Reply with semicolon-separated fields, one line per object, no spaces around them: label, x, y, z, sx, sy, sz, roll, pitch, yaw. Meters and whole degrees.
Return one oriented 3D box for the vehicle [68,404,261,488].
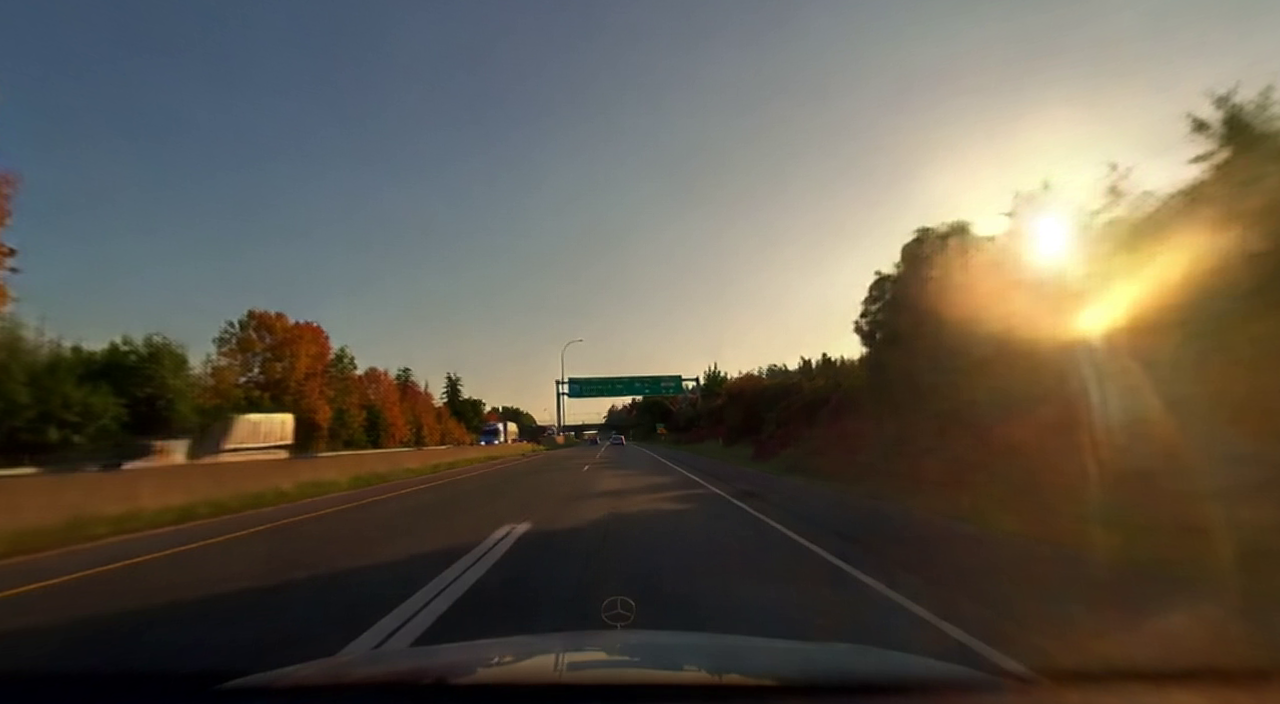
vehicle;-17.993;3.568;24.508;2.546;2.779;6.379;0;-7;-1
